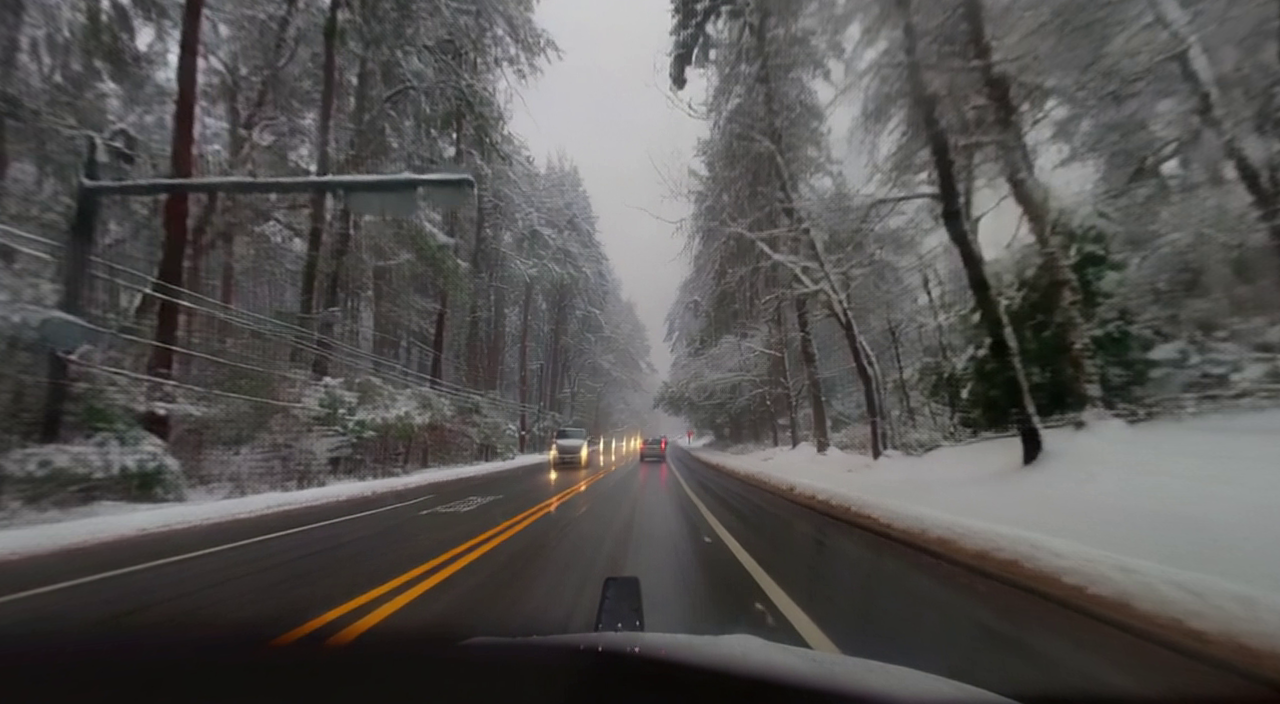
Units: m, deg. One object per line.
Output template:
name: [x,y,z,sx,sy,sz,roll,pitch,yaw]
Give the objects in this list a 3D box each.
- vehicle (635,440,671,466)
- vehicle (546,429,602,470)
vehicle: [0.815,6.133,38.474,2.067,1.486,3.861,0,-9,2]
vehicle: [-3.730,5.693,37.003,2.479,2.208,5.780,0,-9,2]
